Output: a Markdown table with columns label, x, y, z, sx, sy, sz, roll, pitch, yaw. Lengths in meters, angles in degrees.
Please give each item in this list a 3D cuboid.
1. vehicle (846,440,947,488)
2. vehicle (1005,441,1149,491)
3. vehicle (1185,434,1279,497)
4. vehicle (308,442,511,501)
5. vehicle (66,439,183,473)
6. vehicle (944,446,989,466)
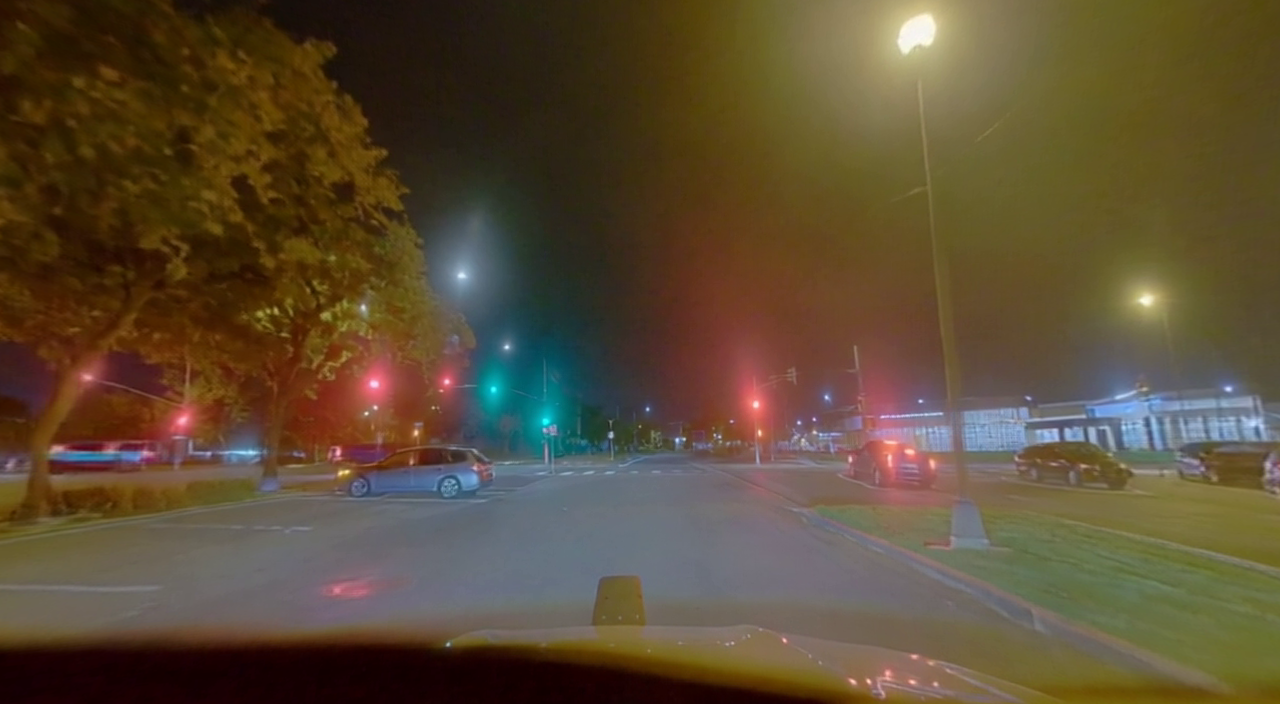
| label | x | y | z | sx | sy | sz | roll | pitch | yaw |
| --- | --- | --- | --- | --- | --- | --- | --- | --- | --- |
| vehicle | 9.076 | 3.979 | 22.852 | 2.061 | 1.519 | 4.794 | -1 | -8 | 5 |
| vehicle | 14.474 | 3.756 | 21.294 | 1.951 | 1.491 | 4.359 | -1 | -8 | 4 |
| vehicle | 20.010 | 3.544 | 20.111 | 1.888 | 1.725 | 4.268 | -4 | -8 | 9 |
| vehicle | -6.249 | 3.227 | 17.424 | 4.792 | 1.468 | 2.116 | -2 | -9 | 10 |
| vehicle | -29.182 | 5.875 | 35.865 | 4.906 | 1.784 | 1.913 | 7 | -11 | -41 |
| vehicle | 25.319 | 8.032 | 49.109 | 1.833 | 1.445 | 4.178 | -1 | -8 | 9 |
